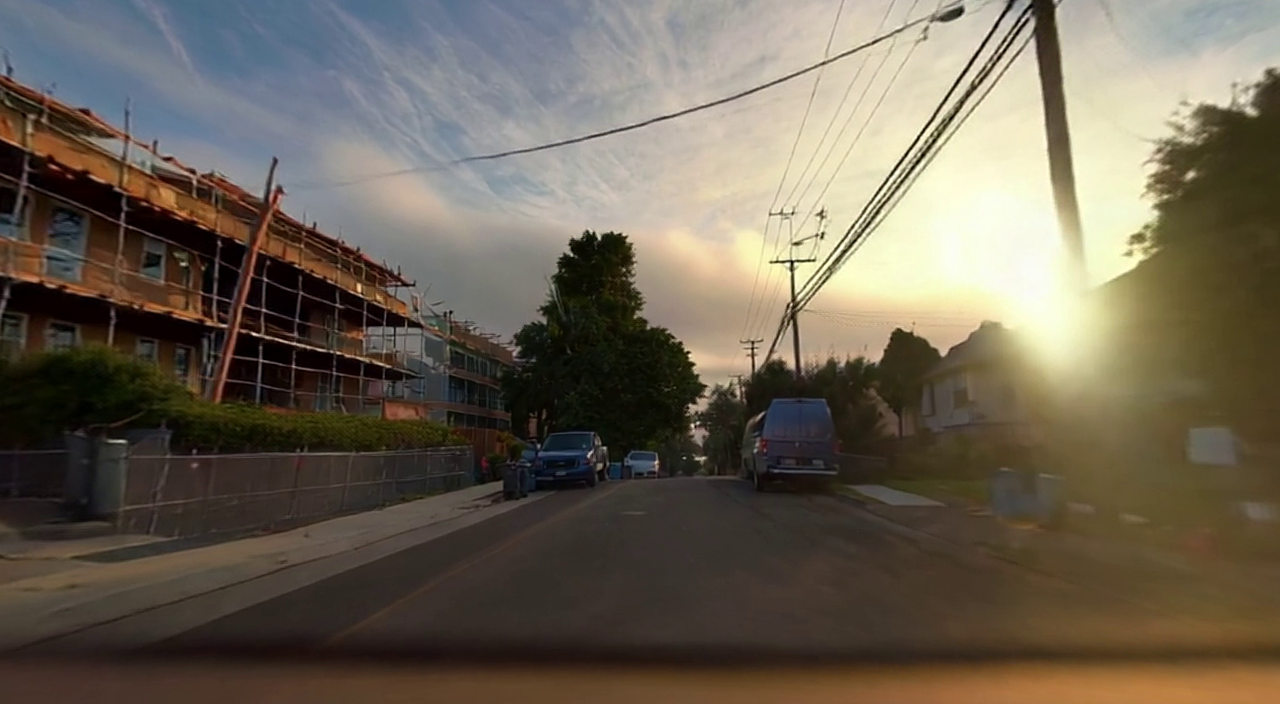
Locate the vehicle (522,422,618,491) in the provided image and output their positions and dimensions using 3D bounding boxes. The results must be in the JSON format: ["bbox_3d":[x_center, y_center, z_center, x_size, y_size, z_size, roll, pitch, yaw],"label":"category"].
[{"bbox_3d":[-2.254,3.497,21.807,2.171,1.910,4.789,-2,-5,8],"label":"vehicle"}]

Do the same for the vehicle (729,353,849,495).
[{"bbox_3d":[4.704,2.816,21.976,2.915,3.793,9.963,0,-11,7],"label":"vehicle"}]

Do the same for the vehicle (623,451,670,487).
[{"bbox_3d":[0.470,7.047,38.280,2.257,1.916,5.089,-1,-9,7],"label":"vehicle"}]

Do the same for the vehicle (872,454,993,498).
[{"bbox_3d":[14.968,6.345,32.524,5.321,1.857,1.976,-1,-3,14],"label":"vehicle"}]
